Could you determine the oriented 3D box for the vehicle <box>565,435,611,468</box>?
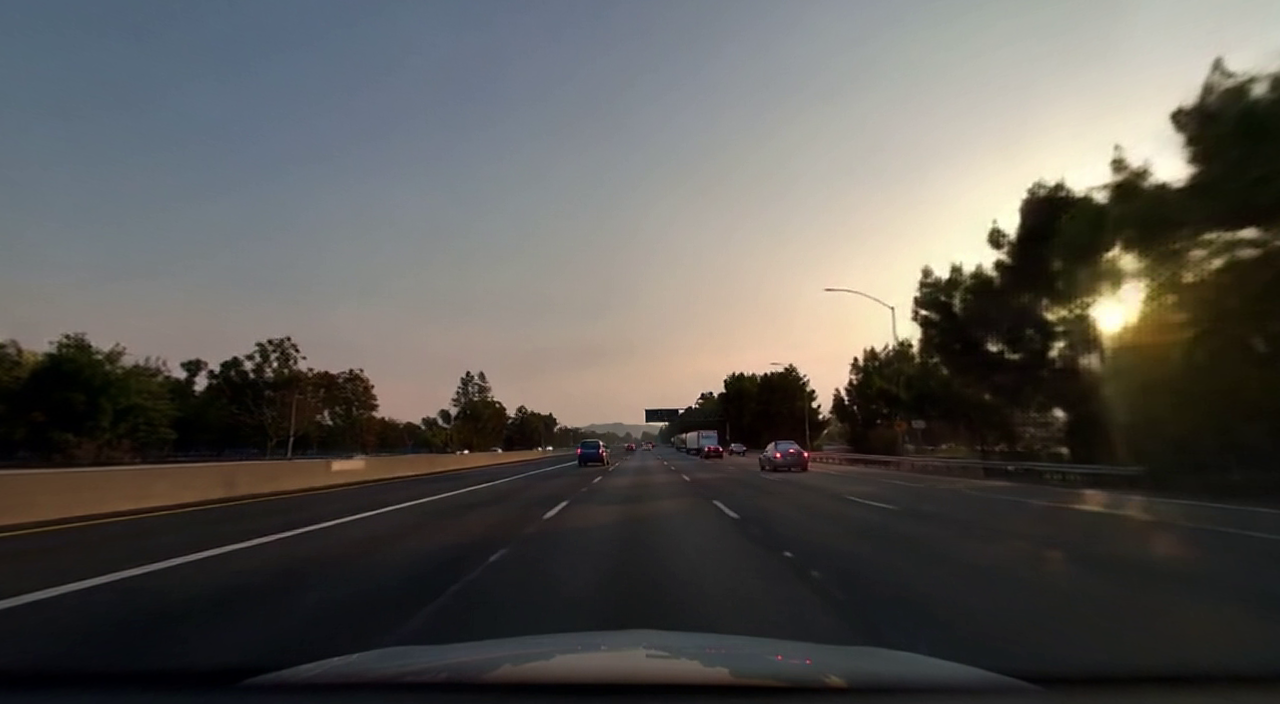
[{"bbox_3d":[-3.271,6.375,40.596,2.453,1.952,5.320,0,-8,1],"label":"vehicle"}]

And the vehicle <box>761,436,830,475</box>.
[{"bbox_3d":[7.231,4.856,29.778,2.063,1.706,4.259,0,-8,-1],"label":"vehicle"}]
